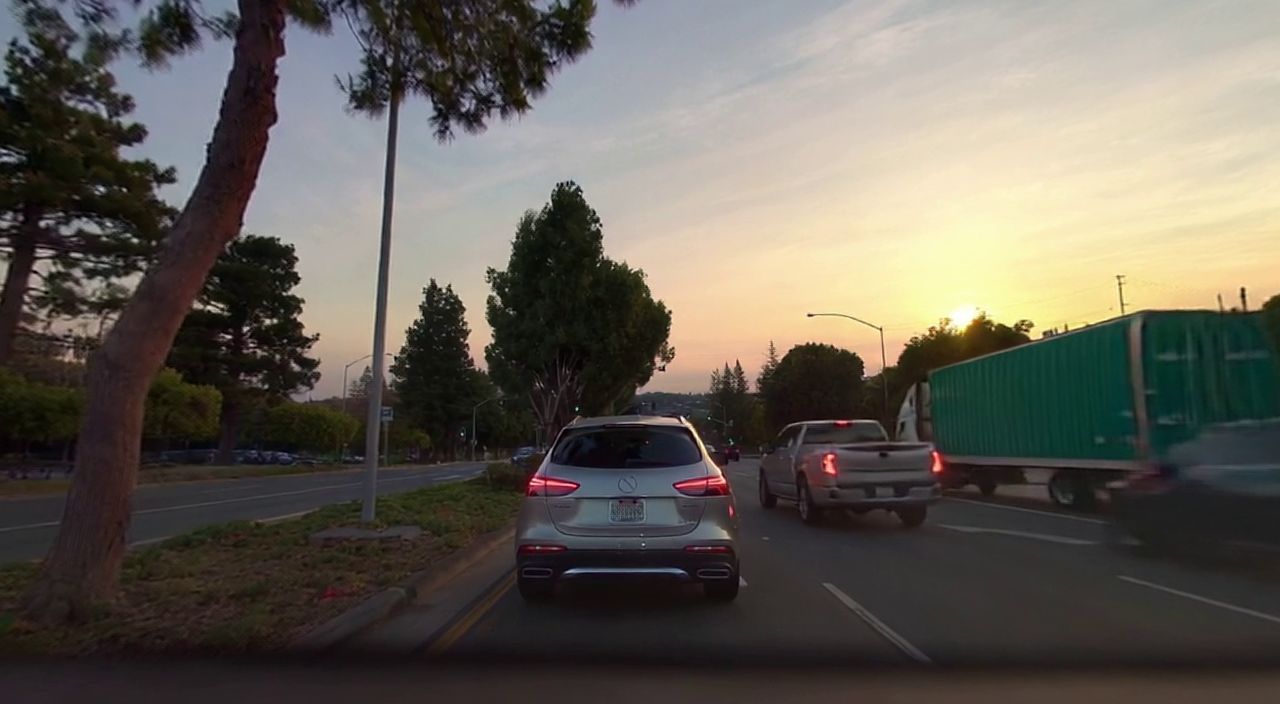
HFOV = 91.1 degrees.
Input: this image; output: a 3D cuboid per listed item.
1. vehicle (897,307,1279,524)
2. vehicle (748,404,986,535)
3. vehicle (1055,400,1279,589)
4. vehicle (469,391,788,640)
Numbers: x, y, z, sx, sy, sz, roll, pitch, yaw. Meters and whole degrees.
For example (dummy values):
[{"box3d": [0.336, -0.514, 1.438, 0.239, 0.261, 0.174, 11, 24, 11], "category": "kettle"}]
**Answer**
[{"box3d": [11.032, 1.961, 17.177, 3.025, 3.993, 11.243, 0, -9, -1], "category": "vehicle"}, {"box3d": [3.983, 2.246, 12.735, 2.440, 1.962, 6.363, 0, -8, 0], "category": "vehicle"}, {"box3d": [7.200, 1.492, 6.827, 2.024, 1.810, 4.807, 0, -9, 0], "category": "vehicle"}, {"box3d": [-0.093, 1.422, 6.404, 2.172, 1.694, 4.055, 0, -8, -1], "category": "vehicle"}]
